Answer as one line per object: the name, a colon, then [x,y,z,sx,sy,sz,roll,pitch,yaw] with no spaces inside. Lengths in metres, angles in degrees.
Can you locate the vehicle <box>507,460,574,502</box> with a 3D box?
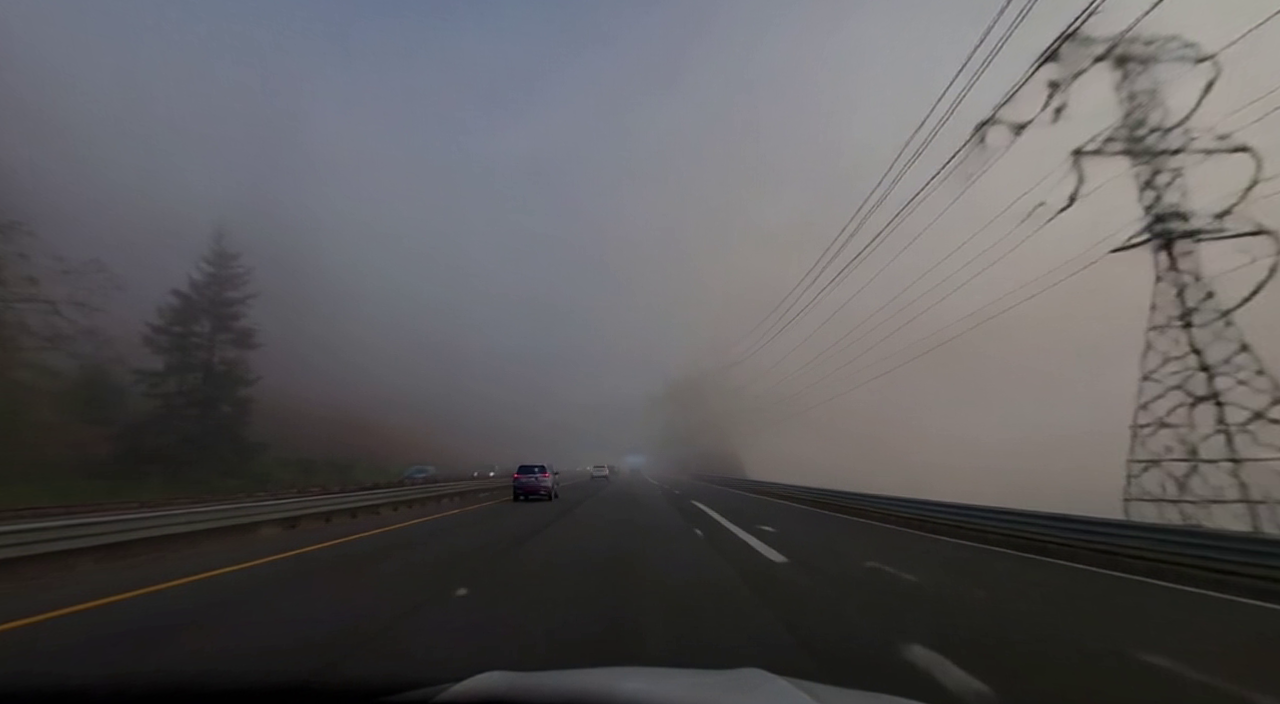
vehicle: [-3.900,5.170,25.458,1.963,1.501,4.227,1,-10,0]

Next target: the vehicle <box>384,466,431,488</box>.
vehicle: [-16.687,8.967,45.362,1.827,1.434,3.798,1,-10,1]
